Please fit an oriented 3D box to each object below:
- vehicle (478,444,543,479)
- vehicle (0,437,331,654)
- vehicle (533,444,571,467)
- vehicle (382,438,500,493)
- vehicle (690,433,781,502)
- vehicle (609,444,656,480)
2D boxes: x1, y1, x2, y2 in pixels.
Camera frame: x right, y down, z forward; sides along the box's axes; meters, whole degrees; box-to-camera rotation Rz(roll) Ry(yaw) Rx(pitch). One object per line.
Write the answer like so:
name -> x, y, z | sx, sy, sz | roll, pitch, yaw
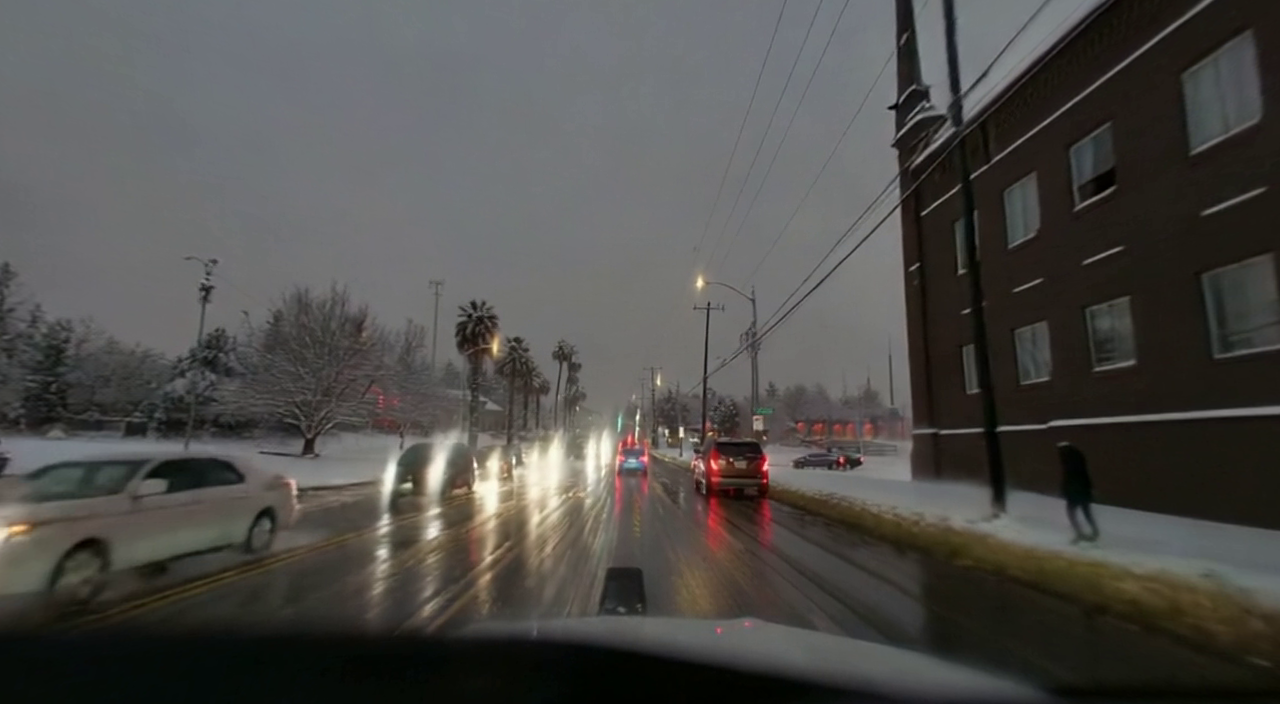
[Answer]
vehicle -> -6.115, 5.217, 30.449 | 2.135, 1.542, 4.575 | 0, -8, 0
vehicle -> -5.634, 1.745, 6.990 | 2.106, 1.566, 4.631 | 0, -8, -1
vehicle -> -6.273, 7.448, 45.519 | 2.074, 1.541, 4.395 | 0, -8, 0
vehicle -> -5.841, 3.373, 19.228 | 2.083, 1.451, 4.707 | 0, -8, 0
vehicle -> 2.767, 3.462, 19.418 | 1.995, 1.858, 4.333 | 0, -8, -2
vehicle -> -0.384, 5.433, 31.500 | 2.196, 1.655, 3.939 | 0, -8, -1
